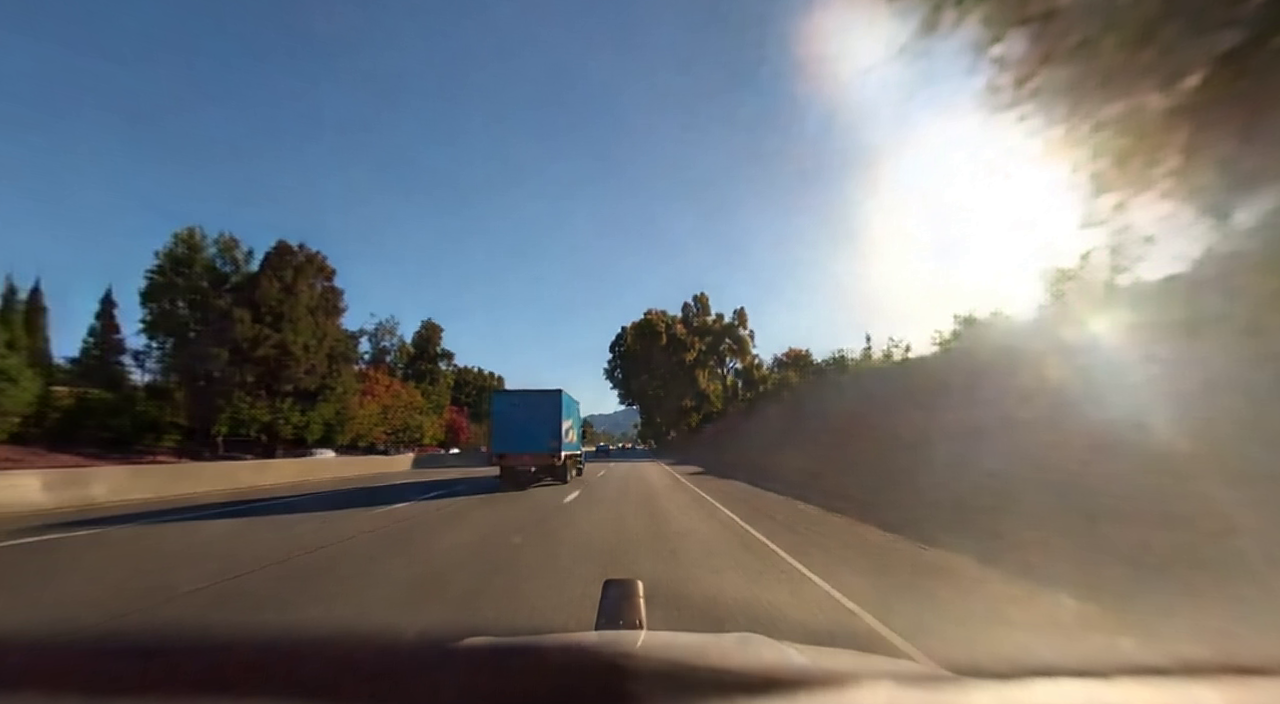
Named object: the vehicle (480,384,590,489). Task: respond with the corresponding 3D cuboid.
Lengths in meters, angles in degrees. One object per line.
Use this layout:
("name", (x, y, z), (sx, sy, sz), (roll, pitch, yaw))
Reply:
("vehicle", (-3.649, 3.270, 24.216), (2.874, 3.309, 8.208), (0, -8, -1))
